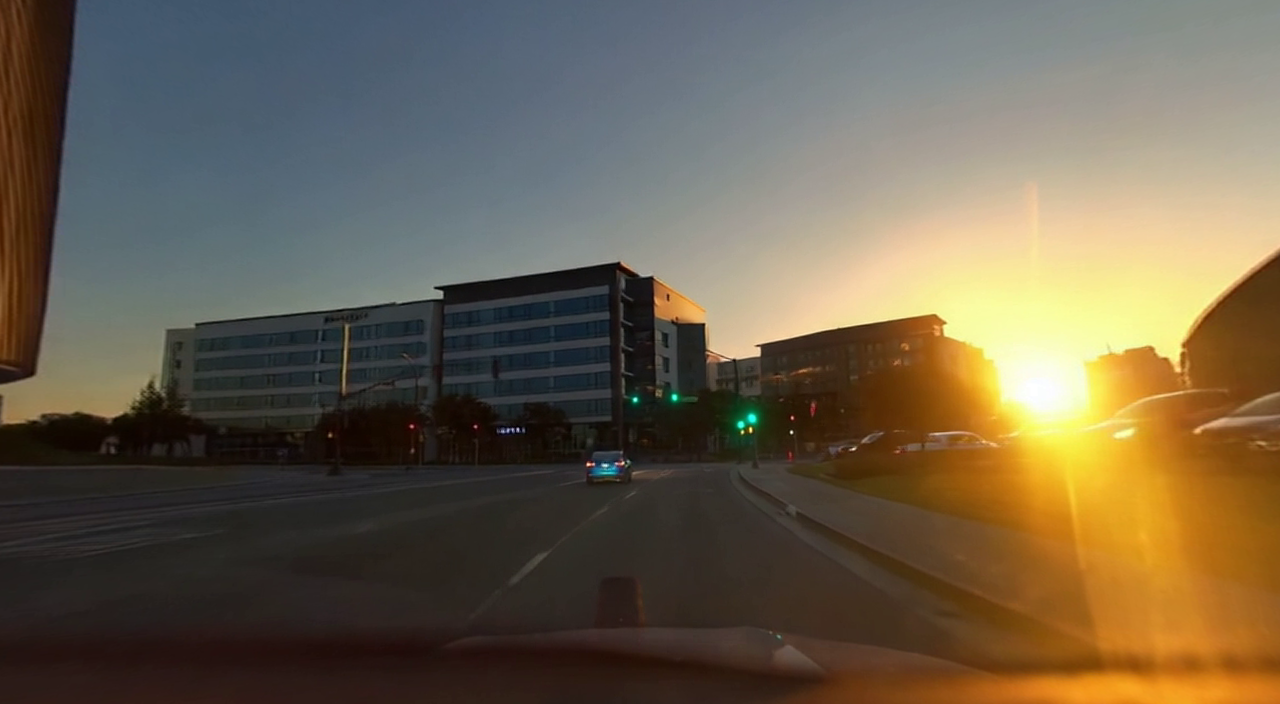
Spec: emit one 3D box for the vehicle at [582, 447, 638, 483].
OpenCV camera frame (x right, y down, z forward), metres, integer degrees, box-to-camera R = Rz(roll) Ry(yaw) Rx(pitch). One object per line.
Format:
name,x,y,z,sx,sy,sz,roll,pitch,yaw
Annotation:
vehicle,-1.298,5.122,28.855,1.971,1.486,4.380,-1,-9,5

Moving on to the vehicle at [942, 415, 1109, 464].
vehicle,14.615,3.374,24.147,4.904,1.755,2.114,-1,-9,4

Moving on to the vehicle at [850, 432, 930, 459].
vehicle,15.542,5.868,39.335,4.120,1.558,1.959,-1,-9,3

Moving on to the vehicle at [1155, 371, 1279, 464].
vehicle,13.501,1.324,12.424,4.649,1.695,2.154,-1,-9,3
